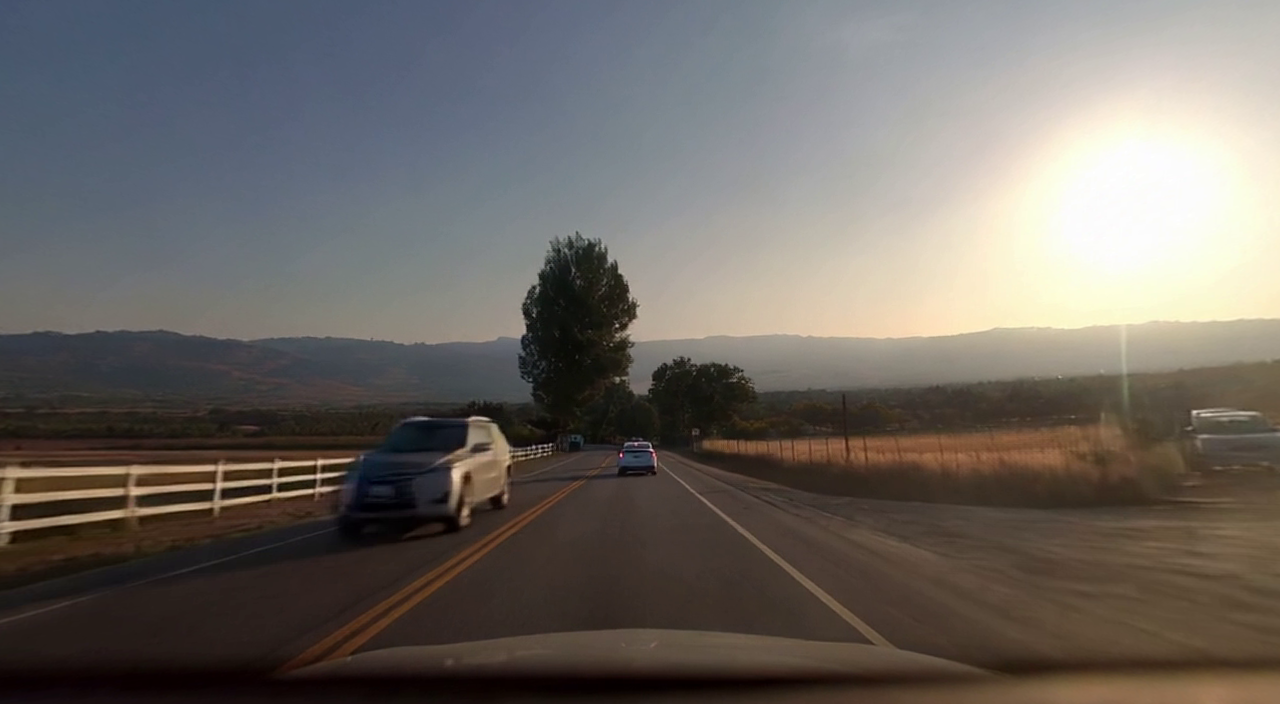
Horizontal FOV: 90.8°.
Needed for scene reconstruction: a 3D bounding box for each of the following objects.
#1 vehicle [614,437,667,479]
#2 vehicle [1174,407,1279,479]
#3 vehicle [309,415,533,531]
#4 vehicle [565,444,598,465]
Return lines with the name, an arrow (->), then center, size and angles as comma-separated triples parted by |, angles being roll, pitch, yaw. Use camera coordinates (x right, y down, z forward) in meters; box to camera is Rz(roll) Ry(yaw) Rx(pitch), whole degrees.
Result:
vehicle -> -0.019, 4.612, 27.709 | 2.158, 1.669, 4.006 | 0, -9, -1
vehicle -> 17.096, 2.509, 17.508 | 4.668, 1.739, 1.943 | 5, -9, -30
vehicle -> -4.641, 2.751, 15.209 | 2.906, 2.116, 6.952 | 0, -9, 0
vehicle -> -4.409, 7.770, 48.091 | 2.092, 1.490, 4.422 | 0, -9, 0
